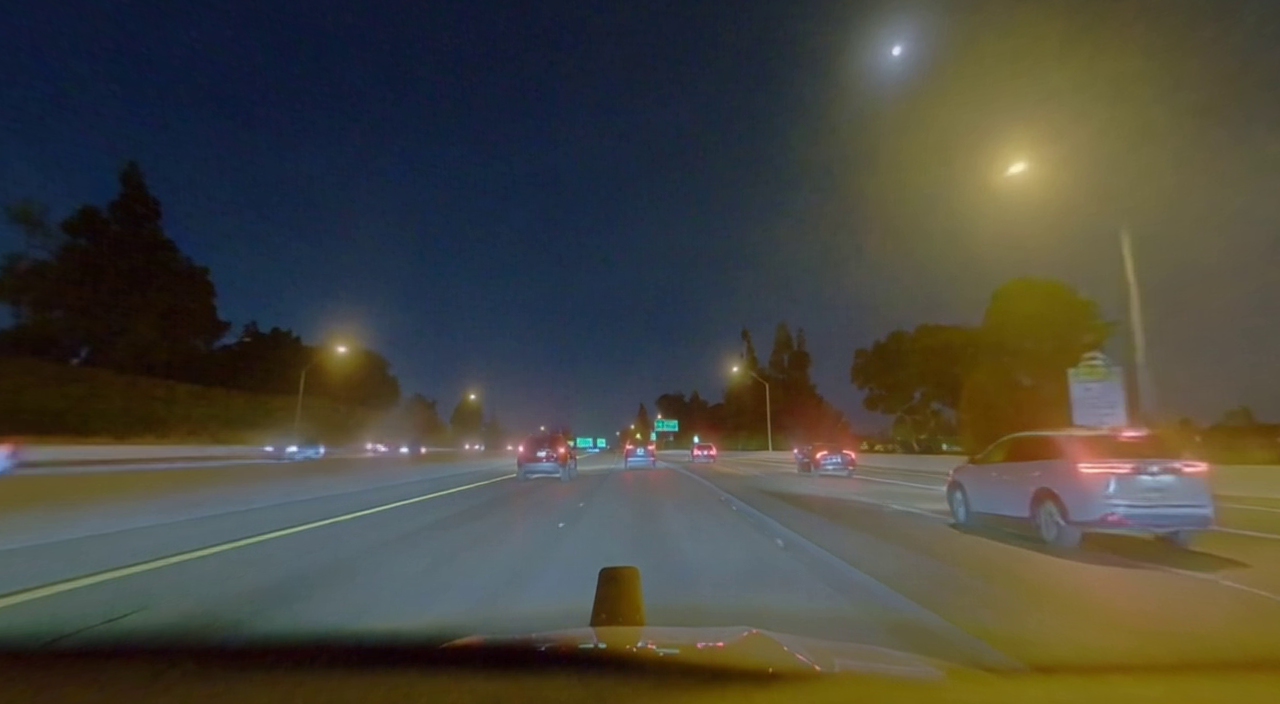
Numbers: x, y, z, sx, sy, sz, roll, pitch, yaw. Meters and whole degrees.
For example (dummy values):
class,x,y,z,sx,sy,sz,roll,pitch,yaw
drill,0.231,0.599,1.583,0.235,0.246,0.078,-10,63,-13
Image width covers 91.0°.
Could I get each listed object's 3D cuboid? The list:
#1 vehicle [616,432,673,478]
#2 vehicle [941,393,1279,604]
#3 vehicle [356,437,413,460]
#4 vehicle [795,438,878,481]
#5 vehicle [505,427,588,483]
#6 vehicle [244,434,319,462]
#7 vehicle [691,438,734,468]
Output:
class,x,y,z,sx,sy,sz,roll,pitch,yaw
vehicle,0.188,4.228,26.134,2.181,1.728,3.970,0,-9,0
vehicle,5.675,1.520,7.421,2.041,1.669,4.712,0,-9,2
vehicle,-18.039,6.844,44.734,1.992,1.524,4.843,0,-9,1
vehicle,7.751,4.274,25.242,1.989,1.569,3.964,1,-9,-1
vehicle,-3.219,3.678,22.782,2.199,1.777,4.790,0,-9,1
vehicle,-22.033,5.940,38.940,1.907,1.592,4.469,0,-9,1
vehicle,4.312,6.119,38.133,2.022,1.682,4.226,1,-9,-1
